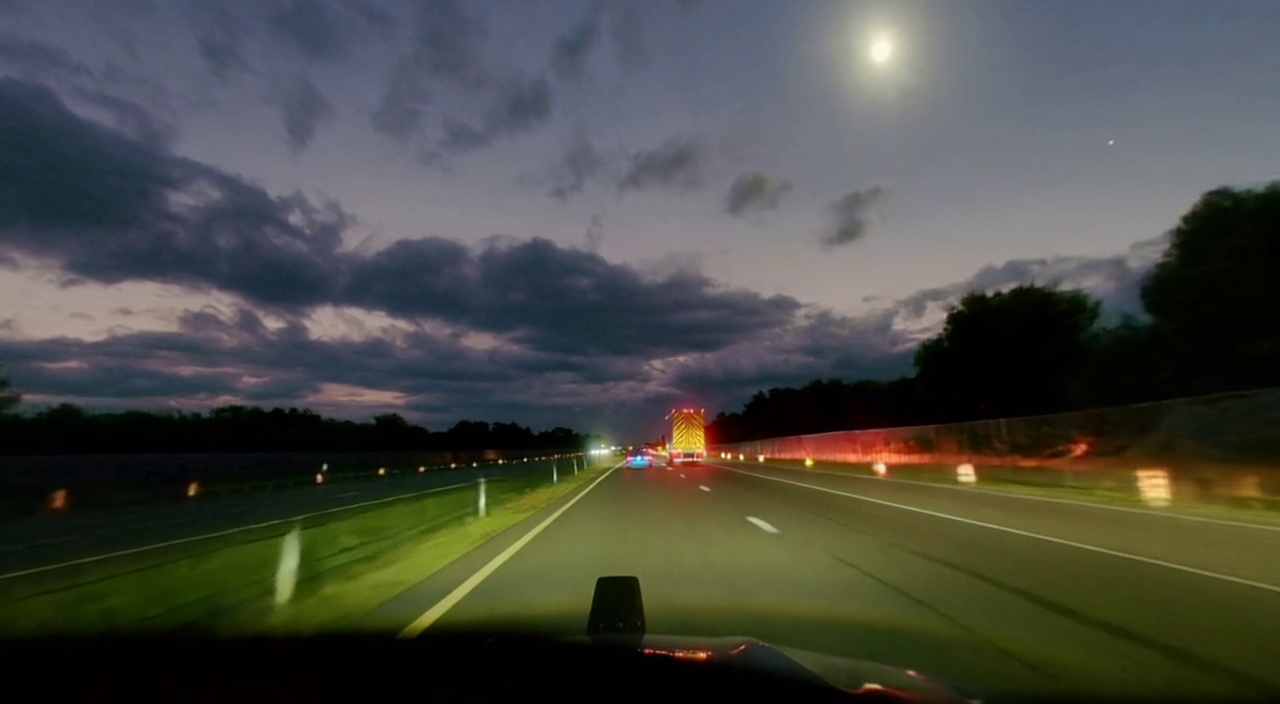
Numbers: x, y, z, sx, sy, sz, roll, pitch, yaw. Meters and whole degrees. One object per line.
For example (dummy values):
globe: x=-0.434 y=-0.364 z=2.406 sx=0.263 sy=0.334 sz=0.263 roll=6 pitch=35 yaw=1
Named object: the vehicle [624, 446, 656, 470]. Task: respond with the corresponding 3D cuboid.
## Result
vehicle: x=-0.023 y=7.228 z=43.136 sx=2.065 sy=1.573 sz=3.734 roll=0 pitch=-9 yaw=0
